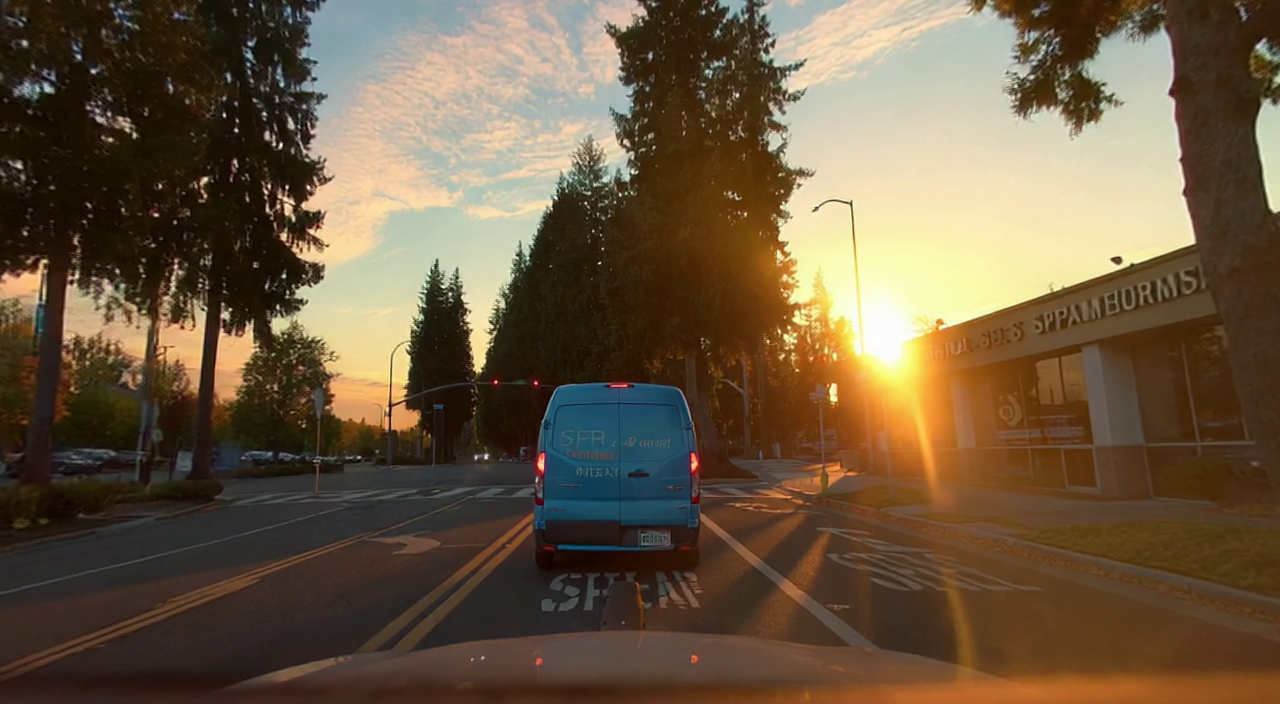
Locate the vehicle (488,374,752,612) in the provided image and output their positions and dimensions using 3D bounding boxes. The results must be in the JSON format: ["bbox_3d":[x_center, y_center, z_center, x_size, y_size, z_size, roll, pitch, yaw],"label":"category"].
[{"bbox_3d":[-0.293,1.467,7.295,2.181,1.949,3.932,1,-9,-4],"label":"vehicle"}]
